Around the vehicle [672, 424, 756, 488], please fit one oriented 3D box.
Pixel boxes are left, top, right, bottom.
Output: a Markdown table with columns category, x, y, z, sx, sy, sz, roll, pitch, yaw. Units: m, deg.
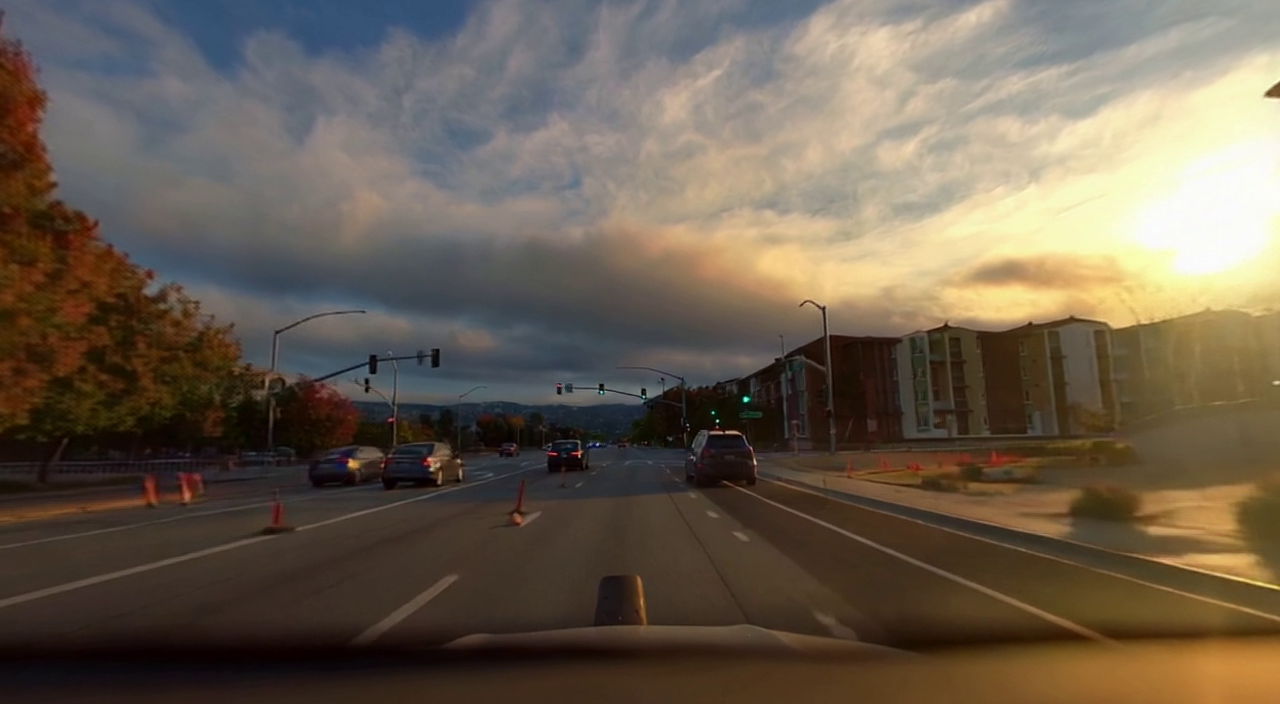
| category | x | y | z | sx | sy | sz | roll | pitch | yaw |
| --- | --- | --- | --- | --- | --- | --- | --- | --- | --- |
| vehicle | 2.249 | 3.336 | 20.523 | 2.197 | 1.835 | 4.316 | 0 | -8 | 0 |

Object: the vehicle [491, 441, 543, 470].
| category | x | y | z | sx | sy | sz | roll | pitch | yaw |
| --- | --- | --- | --- | --- | --- | --- | --- | --- | --- |
| vehicle | -6.597 | 5.565 | 34.185 | 1.993 | 1.492 | 3.666 | 0 | -8 | 1 |

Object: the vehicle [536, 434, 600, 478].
| category | x | y | z | sx | sy | sz | roll | pitch | yaw |
| --- | --- | --- | --- | --- | --- | --- | --- | --- | --- |
| vehicle | -2.867 | 4.268 | 26.128 | 2.121 | 1.654 | 3.993 | 0 | -8 | 1 |

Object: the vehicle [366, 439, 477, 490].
| category | x | y | z | sx | sy | sz | roll | pitch | yaw |
| --- | --- | --- | --- | --- | --- | --- | --- | --- | --- |
| vehicle | -7.049 | 3.668 | 21.002 | 1.928 | 1.488 | 4.635 | 0 | -8 | 1 |

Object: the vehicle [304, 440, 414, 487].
| category | x | y | z | sx | sy | sz | roll | pitch | yaw |
| --- | --- | --- | --- | --- | --- | --- | --- | --- | --- |
| vehicle | -9.872 | 3.934 | 22.647 | 1.874 | 1.492 | 4.475 | 0 | -8 | 0 |
